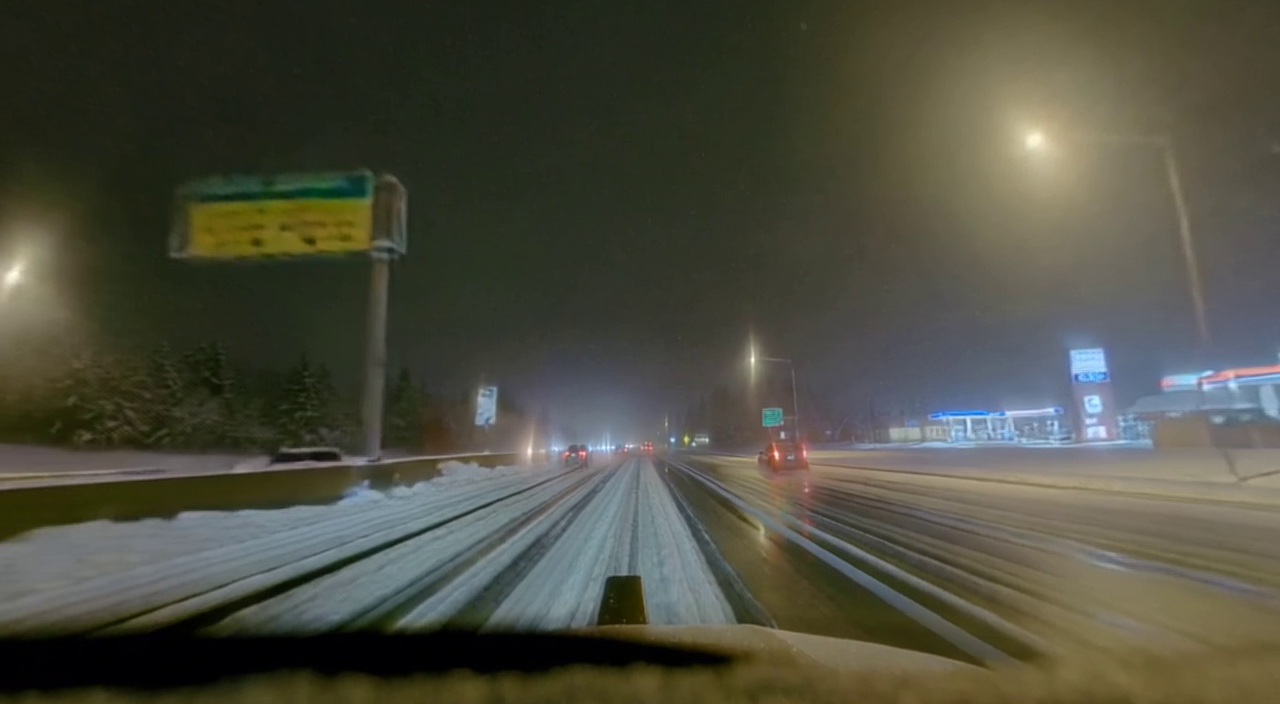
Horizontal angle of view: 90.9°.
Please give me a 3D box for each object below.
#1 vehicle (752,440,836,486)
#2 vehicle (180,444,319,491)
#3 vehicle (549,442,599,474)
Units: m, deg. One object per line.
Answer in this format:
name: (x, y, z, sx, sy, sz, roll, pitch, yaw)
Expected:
vehicle: (5.464, 3.993, 23.090, 1.909, 1.467, 4.940, -1, -9, 1)
vehicle: (-14.263, 4.224, 23.424, 2.283, 1.536, 4.403, -1, -9, 1)
vehicle: (-3.301, 5.416, 32.387, 2.114, 1.510, 4.186, -1, -9, 1)
